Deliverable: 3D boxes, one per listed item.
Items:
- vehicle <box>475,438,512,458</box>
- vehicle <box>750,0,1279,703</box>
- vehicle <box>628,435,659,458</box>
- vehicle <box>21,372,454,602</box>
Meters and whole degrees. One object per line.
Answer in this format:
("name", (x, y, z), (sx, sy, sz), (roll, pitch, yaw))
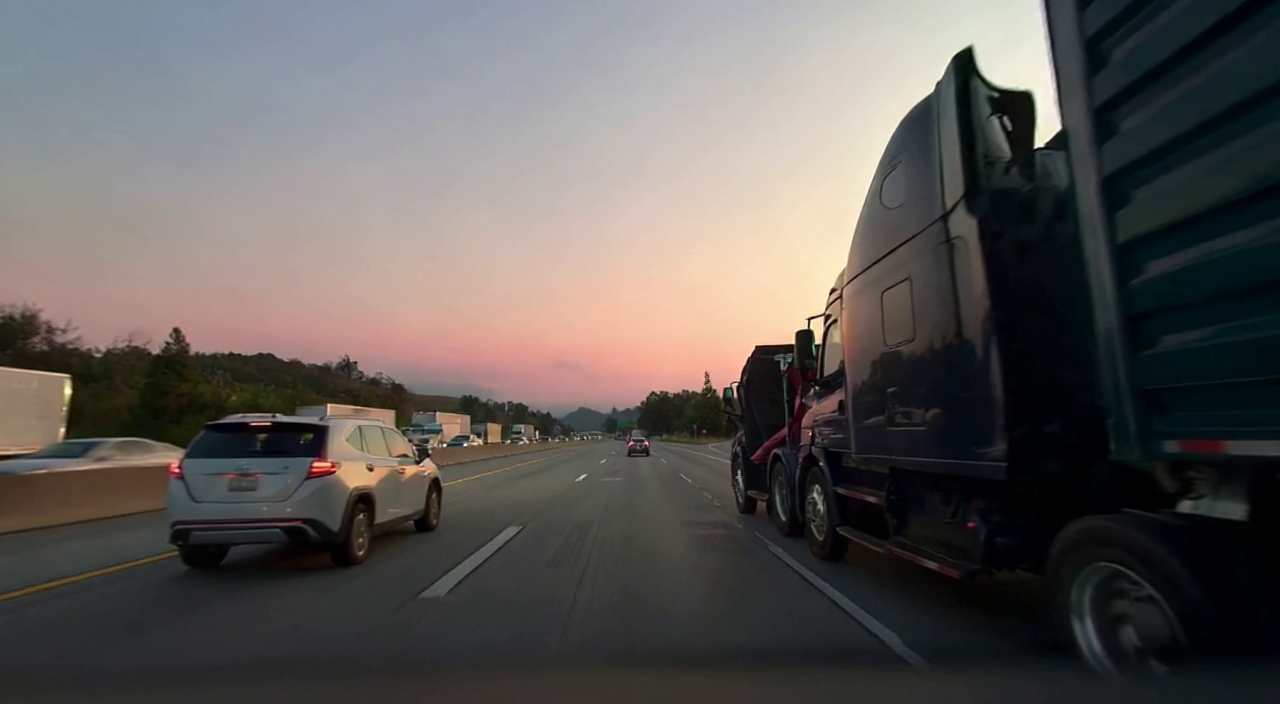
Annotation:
("vehicle", (-11.298, 7.461, 48.855), (1.891, 1.475, 3.958), (0, -8, 1))
("vehicle", (3.594, -0.218, 4.496), (2.899, 4.264, 14.325), (1, -8, -1))
("vehicle", (0.236, 6.583, 44.068), (2.051, 1.528, 4.265), (0, -8, 0))
("vehicle", (-4.032, 1.423, 7.618), (2.115, 1.887, 4.721), (0, -8, 0))
